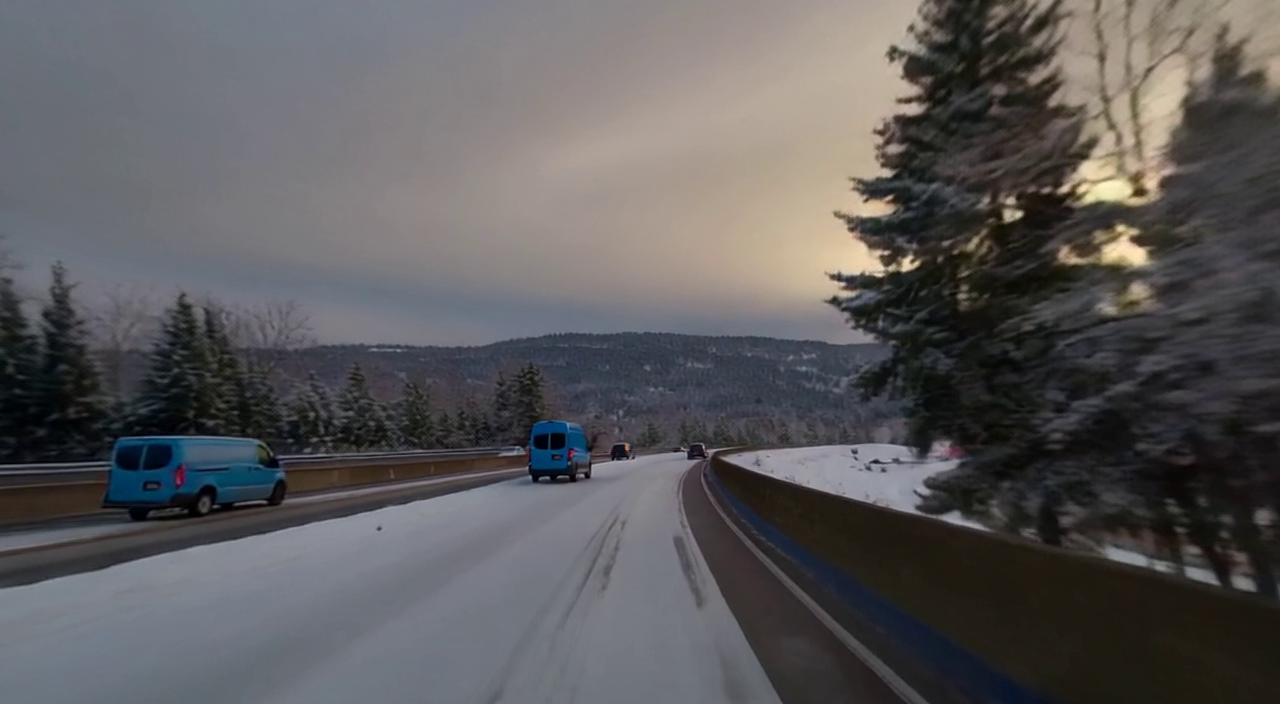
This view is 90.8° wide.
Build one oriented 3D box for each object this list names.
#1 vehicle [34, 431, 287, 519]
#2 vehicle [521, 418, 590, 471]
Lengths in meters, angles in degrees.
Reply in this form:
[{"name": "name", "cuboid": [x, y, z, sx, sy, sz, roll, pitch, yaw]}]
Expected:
[{"name": "vehicle", "cuboid": [-9.661, 2.486, 13.315, 1.821, 1.524, 4.342, 0, -8, 2]}, {"name": "vehicle", "cuboid": [-4.582, 5.227, 35.579, 2.314, 2.703, 6.441, -1, -9, 6]}]
